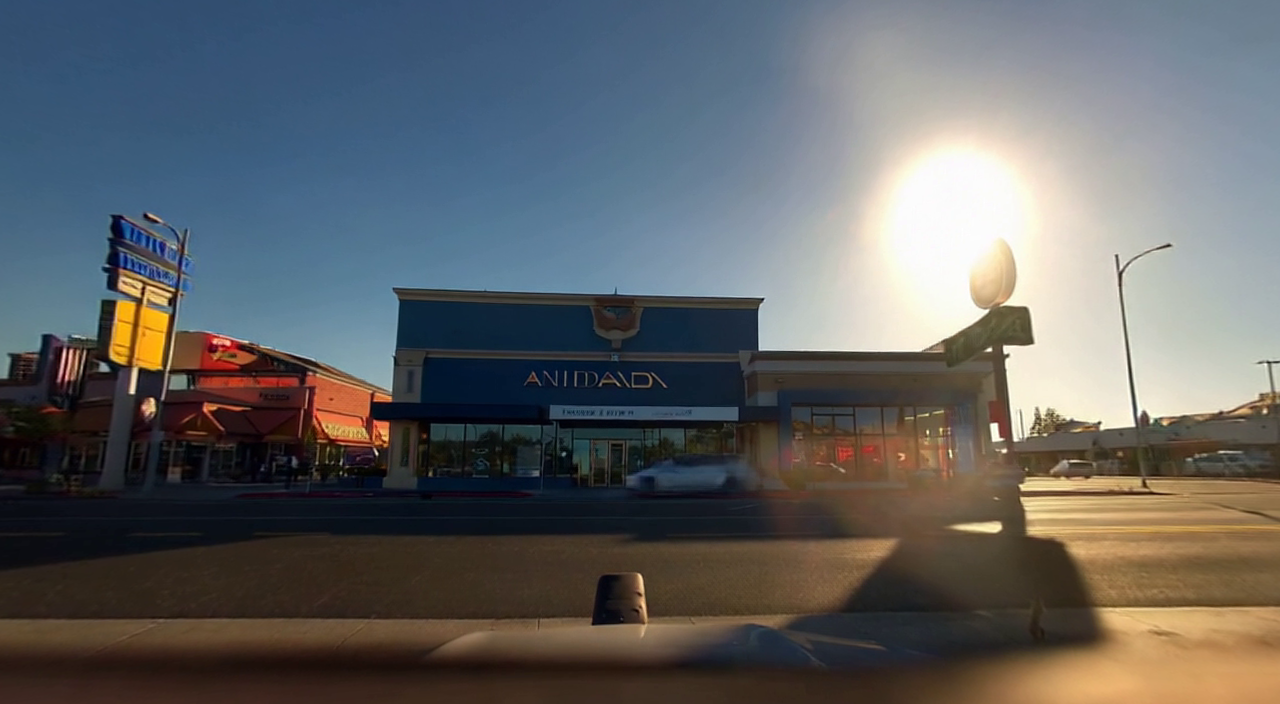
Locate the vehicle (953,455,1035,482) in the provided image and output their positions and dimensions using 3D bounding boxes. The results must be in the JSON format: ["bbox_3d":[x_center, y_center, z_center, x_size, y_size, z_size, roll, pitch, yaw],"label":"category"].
[{"bbox_3d":[25.708,8.450,45.927,4.838,1.799,1.914,-7,-11,39],"label":"vehicle"}]

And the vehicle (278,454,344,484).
[{"bbox_3d":[-20.036,7.058,38.402,4.596,1.680,1.936,-8,-12,41],"label":"vehicle"}]

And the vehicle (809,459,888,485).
[{"bbox_3d":[12.962,7.471,39.565,1.791,1.453,4.593,5,-10,-29],"label":"vehicle"}]

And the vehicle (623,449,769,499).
[{"bbox_3d":[1.887,4.295,22.448,4.889,1.659,2.059,1,-9,-4],"label":"vehicle"}]
